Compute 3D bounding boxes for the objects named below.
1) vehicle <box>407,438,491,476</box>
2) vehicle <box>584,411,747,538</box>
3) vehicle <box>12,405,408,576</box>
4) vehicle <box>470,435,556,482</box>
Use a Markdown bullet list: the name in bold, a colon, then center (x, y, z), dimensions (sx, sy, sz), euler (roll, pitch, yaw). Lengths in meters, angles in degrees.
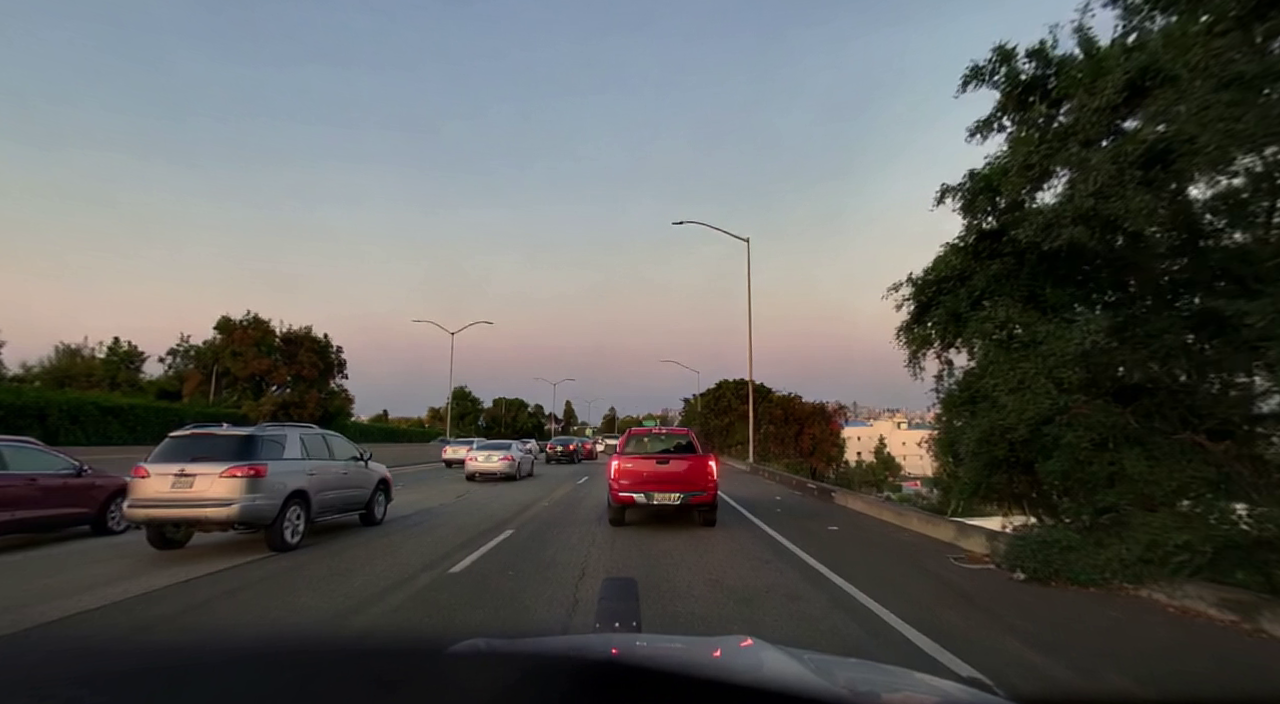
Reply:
- **vehicle**: center (-7.866, 4.363, 26.539), dimensions (1.925, 1.454, 4.270), euler (-1, -9, 4)
- **vehicle**: center (0.426, 2.021, 10.970), dimensions (2.235, 1.716, 4.435), euler (-1, -8, 2)
- **vehicle**: center (-5.135, 1.708, 8.553), dimensions (2.076, 1.688, 4.334), euler (-1, -9, 4)
- **vehicle**: center (-4.272, 3.656, 21.928), dimensions (1.868, 1.470, 4.105), euler (-1, -9, 4)
